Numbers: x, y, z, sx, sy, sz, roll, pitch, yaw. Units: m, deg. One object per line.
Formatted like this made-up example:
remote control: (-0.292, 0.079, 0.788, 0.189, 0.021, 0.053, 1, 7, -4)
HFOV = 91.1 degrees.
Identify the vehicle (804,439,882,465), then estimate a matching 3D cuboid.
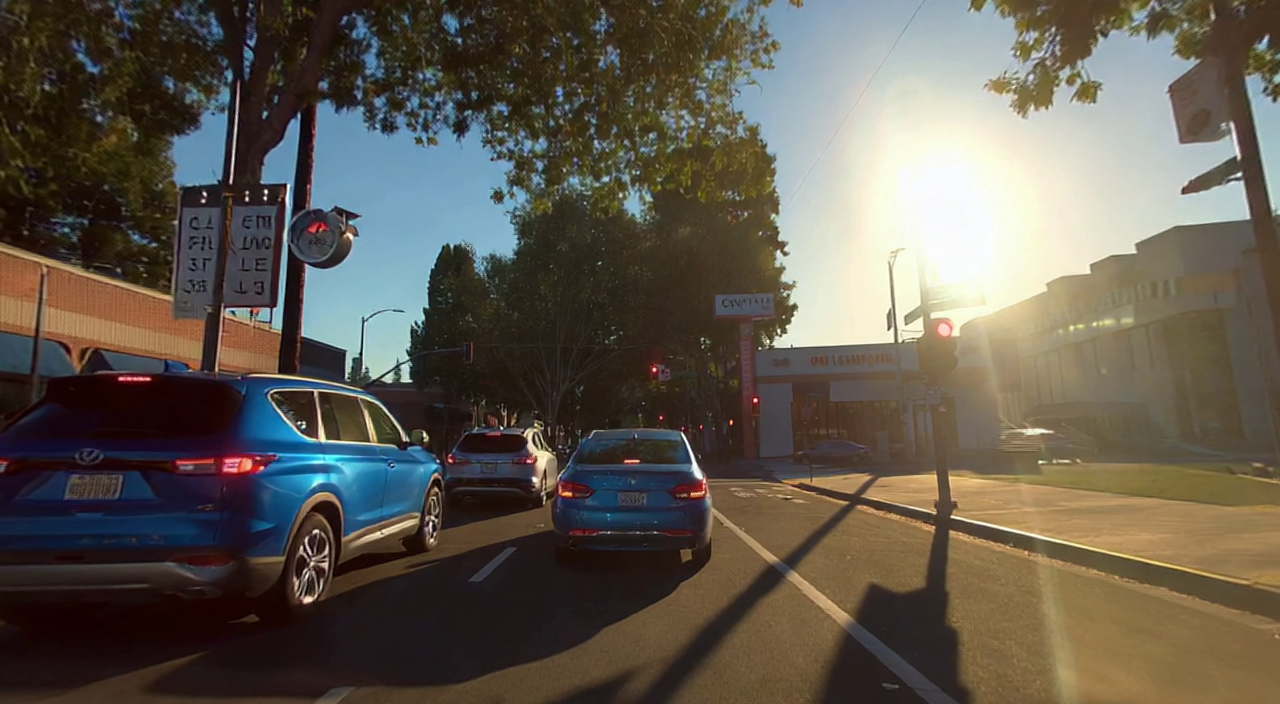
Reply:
vehicle: (11.565, 5.748, 36.045, 3.924, 1.447, 2.039, -1, -9, 8)

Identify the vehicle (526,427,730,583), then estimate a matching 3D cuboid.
vehicle: (-0.158, 1.790, 8.197, 1.966, 1.481, 4.146, 0, -8, -1)

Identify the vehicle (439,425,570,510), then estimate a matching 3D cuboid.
vehicle: (-2.931, 2.604, 14.604, 2.047, 1.664, 4.148, 0, -8, 1)

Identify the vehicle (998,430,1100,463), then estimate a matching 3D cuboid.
vehicle: (22.472, 5.235, 34.679, 4.116, 1.719, 2.069, -2, -9, 10)

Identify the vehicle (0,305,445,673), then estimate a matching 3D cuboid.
vehicle: (-3.825, 1.136, 6.206, 2.152, 2.118, 5.066, 0, -8, 0)
